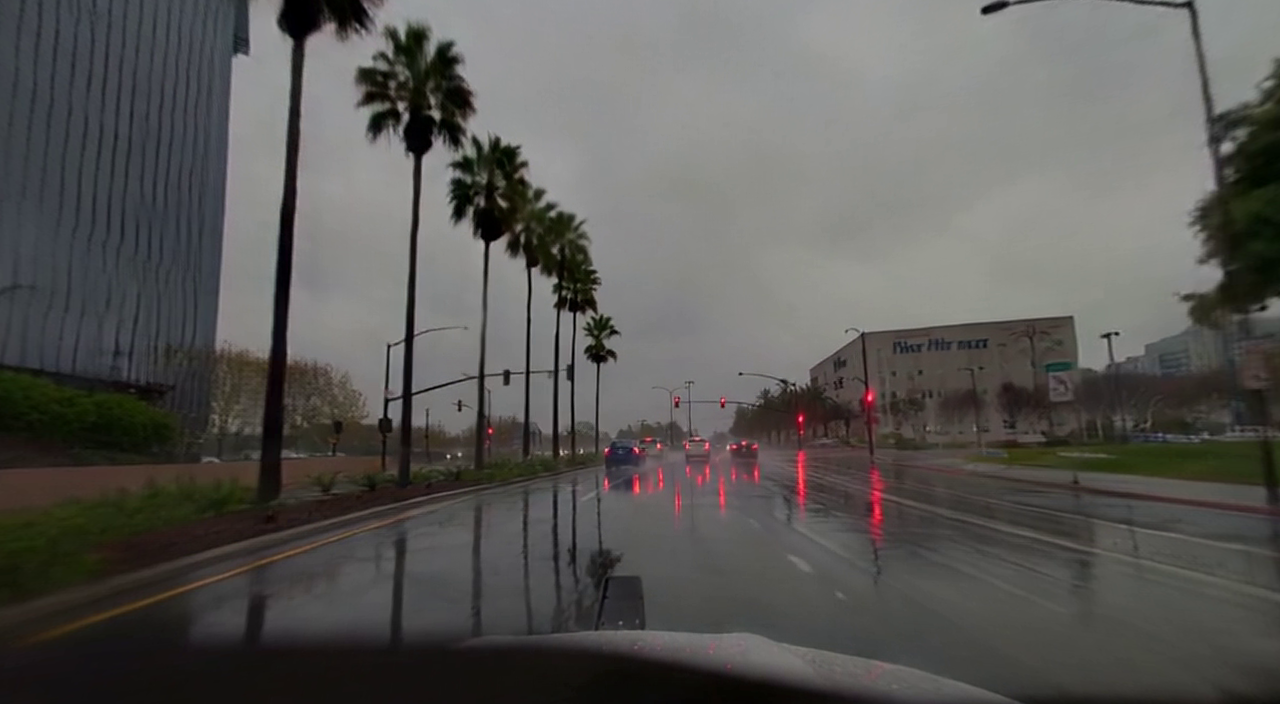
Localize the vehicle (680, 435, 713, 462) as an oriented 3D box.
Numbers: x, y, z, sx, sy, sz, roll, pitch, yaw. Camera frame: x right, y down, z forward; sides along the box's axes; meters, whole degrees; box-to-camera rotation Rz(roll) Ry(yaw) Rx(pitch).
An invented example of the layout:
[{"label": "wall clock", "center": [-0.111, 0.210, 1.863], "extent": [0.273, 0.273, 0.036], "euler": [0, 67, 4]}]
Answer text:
[{"label": "vehicle", "center": [3.967, 6.671, 43.669], "extent": [2.060, 1.730, 4.257], "euler": [-1, -9, 8]}]

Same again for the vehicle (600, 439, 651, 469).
[{"label": "vehicle", "center": [-0.680, 5.395, 33.650], "extent": [1.962, 1.480, 4.605], "euler": [-1, -9, 9]}]

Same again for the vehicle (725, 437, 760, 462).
[{"label": "vehicle", "center": [6.712, 6.410, 41.658], "extent": [1.936, 1.567, 3.896], "euler": [-1, -9, 5]}]
